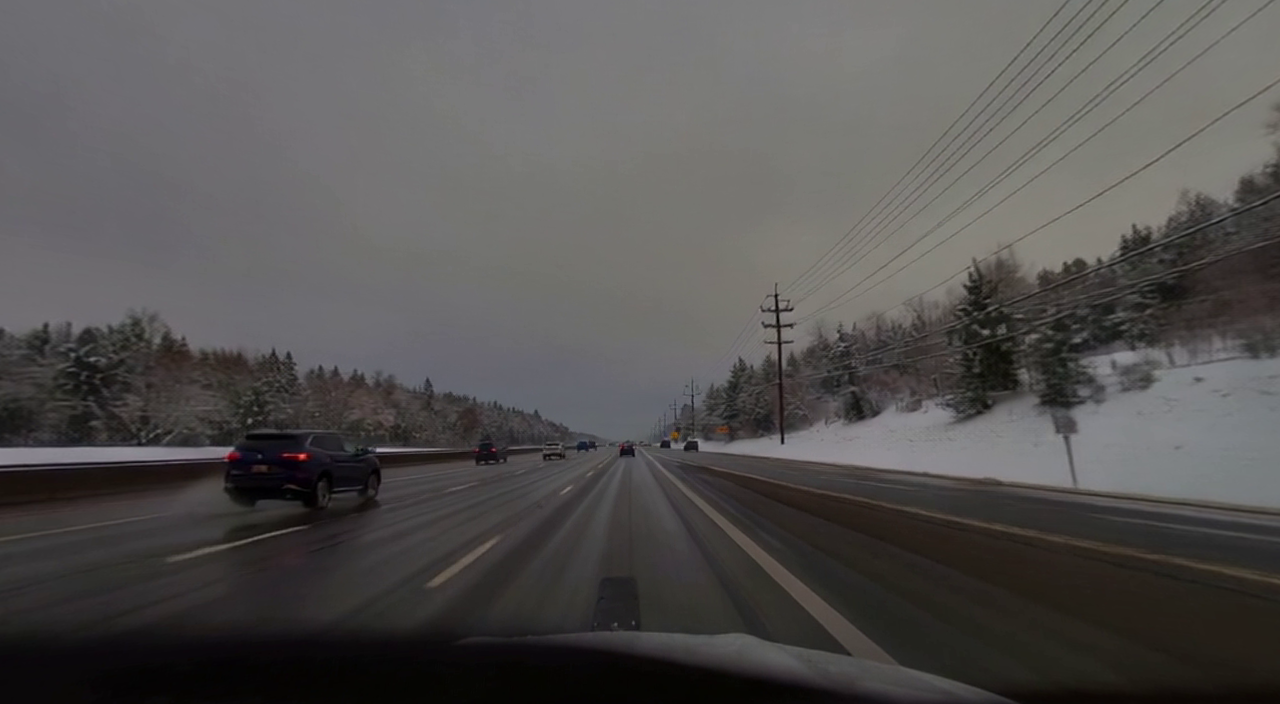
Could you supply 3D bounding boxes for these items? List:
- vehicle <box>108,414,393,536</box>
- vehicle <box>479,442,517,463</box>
[{"bbox_3d":[-6.898,2.240,12.211,2.115,1.799,5.444,0,-9,-1],"label":"vehicle"},{"bbox_3d":[-10.796,7.694,48.377,1.887,1.473,4.352,0,-9,0],"label":"vehicle"}]
